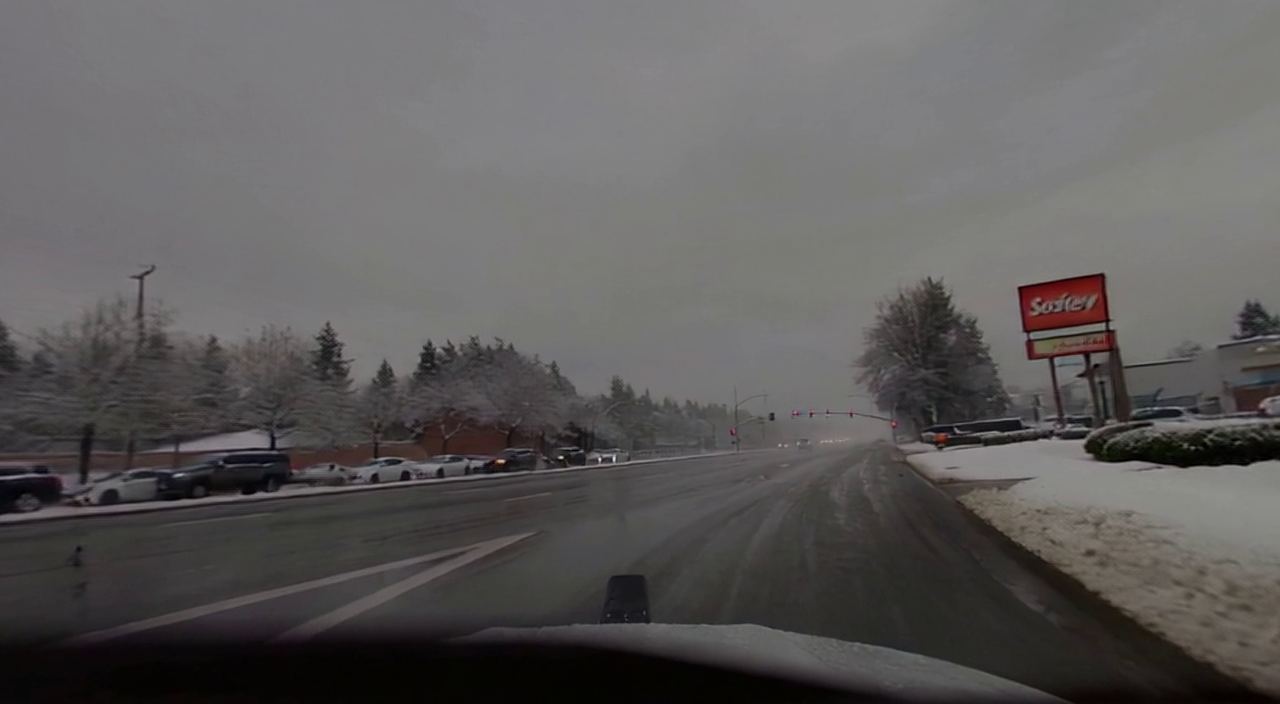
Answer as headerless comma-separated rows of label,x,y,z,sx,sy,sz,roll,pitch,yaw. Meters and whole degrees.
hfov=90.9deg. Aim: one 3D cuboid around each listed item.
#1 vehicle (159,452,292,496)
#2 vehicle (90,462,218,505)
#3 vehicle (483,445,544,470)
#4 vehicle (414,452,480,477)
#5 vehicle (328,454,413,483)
vehicle,-18.772,5.509,28.811,1.969,1.758,4.662,-4,-9,22
vehicle,-24.632,6.624,32.164,2.123,1.897,4.580,-4,-9,21
vehicle,-9.840,8.339,49.510,1.967,1.683,5.223,-10,-13,22
vehicle,-12.934,7.527,42.383,1.851,1.450,4.396,-10,-12,21
vehicle,-15.368,6.651,36.192,1.832,1.473,4.377,-4,-9,23
